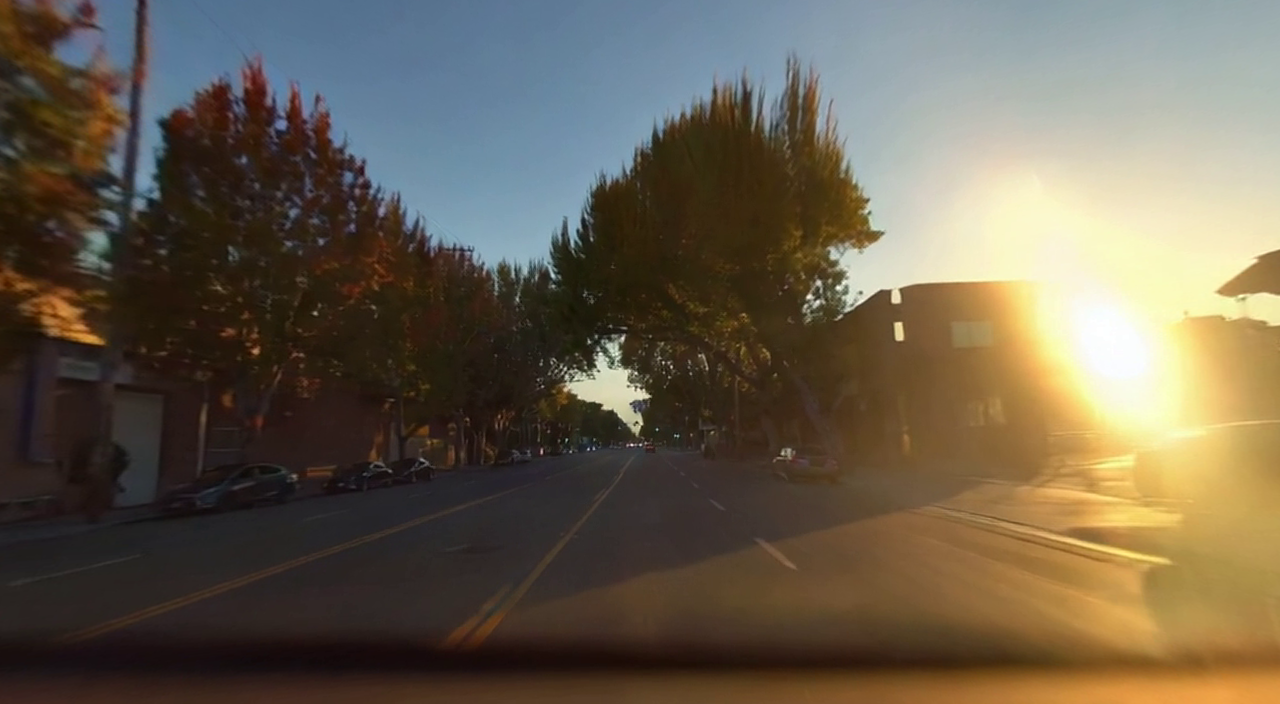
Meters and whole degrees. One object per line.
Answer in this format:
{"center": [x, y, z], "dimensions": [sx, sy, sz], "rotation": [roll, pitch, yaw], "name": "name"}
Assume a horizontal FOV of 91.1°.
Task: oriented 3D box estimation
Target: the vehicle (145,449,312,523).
{"center": [-11.920, 3.853, 18.650], "dimensions": [1.979, 1.759, 4.435], "rotation": [-4, -9, 0], "name": "vehicle"}

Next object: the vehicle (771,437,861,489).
{"center": [6.721, 4.274, 24.663], "dimensions": [2.078, 1.766, 5.474], "rotation": [-1, -8, 1], "name": "vehicle"}

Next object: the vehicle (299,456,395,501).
{"center": [-11.815, 5.078, 25.702], "dimensions": [1.876, 1.502, 4.506], "rotation": [-3, -9, -1], "name": "vehicle"}

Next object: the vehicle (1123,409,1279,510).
{"center": [12.750, 2.049, 12.239], "dimensions": [4.823, 1.763, 2.161], "rotation": [0, -8, 0], "name": "vehicle"}
